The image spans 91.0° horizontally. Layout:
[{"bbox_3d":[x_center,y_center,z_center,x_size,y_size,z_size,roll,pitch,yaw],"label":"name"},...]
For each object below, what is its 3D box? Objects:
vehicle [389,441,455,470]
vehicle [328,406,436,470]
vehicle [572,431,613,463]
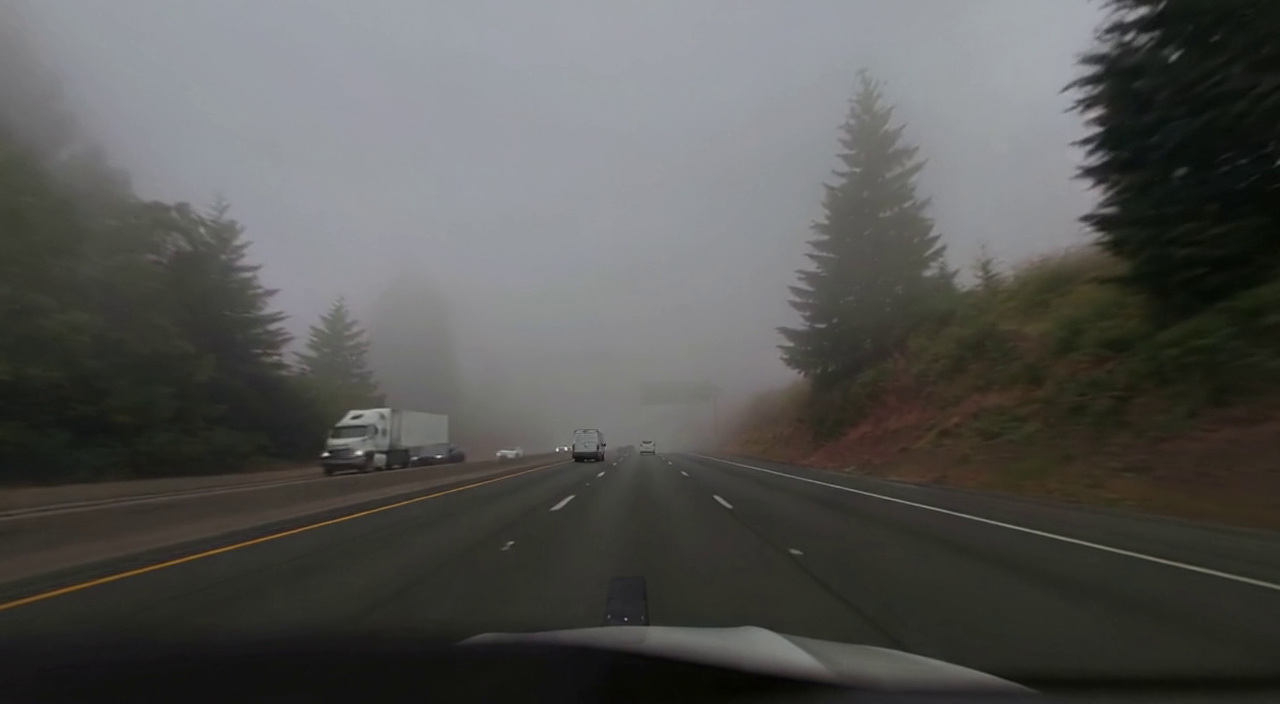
[{"bbox_3d":[-12.840,6.105,37.355,2.255,1.631,4.281,0,-8,1],"label":"vehicle"},{"bbox_3d":[-16.986,5.827,42.401,2.987,3.827,9.899,0,-8,0],"label":"vehicle"},{"bbox_3d":[-3.150,6.452,42.692,2.286,2.011,4.452,0,-8,1],"label":"vehicle"}]
